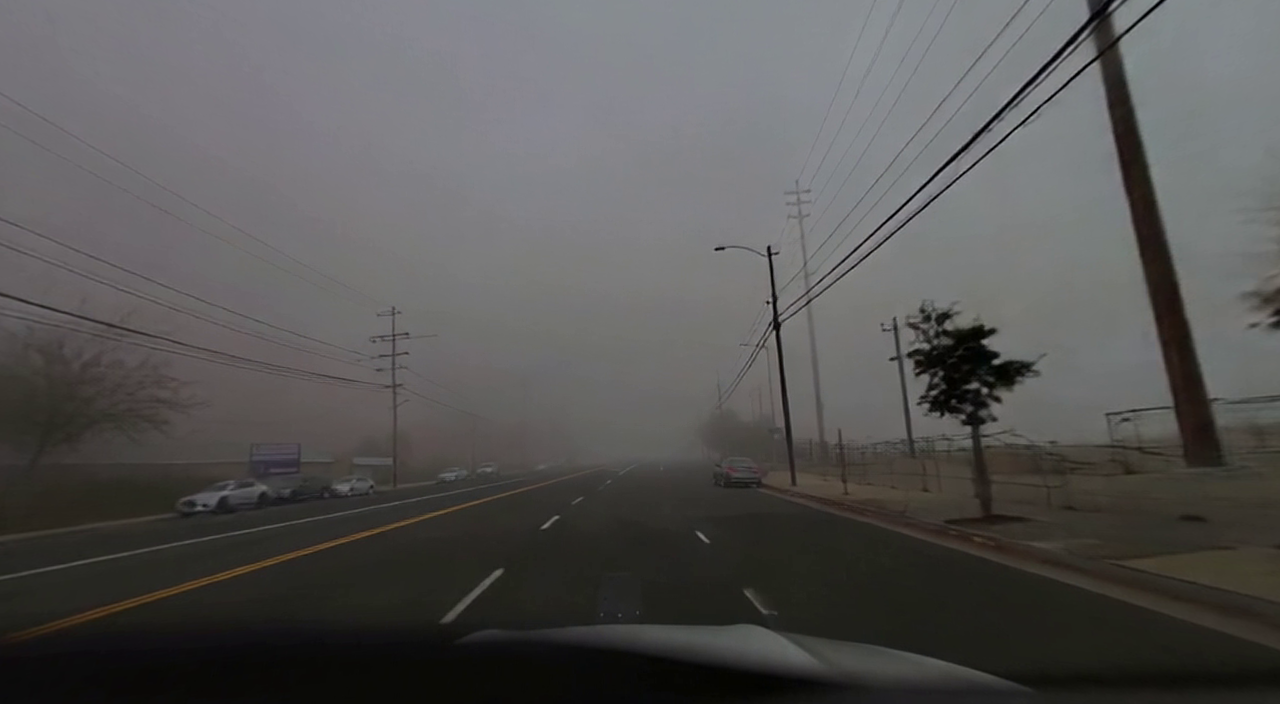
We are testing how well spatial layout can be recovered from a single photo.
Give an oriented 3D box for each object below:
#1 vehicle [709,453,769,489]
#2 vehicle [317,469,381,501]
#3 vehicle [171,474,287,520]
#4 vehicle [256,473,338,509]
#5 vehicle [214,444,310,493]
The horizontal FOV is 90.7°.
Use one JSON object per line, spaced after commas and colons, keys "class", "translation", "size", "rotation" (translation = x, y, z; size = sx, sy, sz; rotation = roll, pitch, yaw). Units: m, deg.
{"class": "vehicle", "translation": [4.459, 5.403, 29.111], "size": [2.002, 1.459, 4.357], "rotation": [0, -9, 0]}
{"class": "vehicle", "translation": [-17.379, 7.912, 37.996], "size": [1.852, 1.551, 4.276], "rotation": [-6, -10, -1]}
{"class": "vehicle", "translation": [-17.408, 6.138, 27.124], "size": [1.892, 1.515, 4.622], "rotation": [-6, -11, 0]}
{"class": "vehicle", "translation": [-17.437, 7.031, 32.398], "size": [1.845, 1.450, 4.457], "rotation": [-6, -10, -1]}
{"class": "vehicle", "translation": [-24.789, 7.672, 41.717], "size": [4.857, 2.616, 2.616], "rotation": [-3, -10, -16]}
